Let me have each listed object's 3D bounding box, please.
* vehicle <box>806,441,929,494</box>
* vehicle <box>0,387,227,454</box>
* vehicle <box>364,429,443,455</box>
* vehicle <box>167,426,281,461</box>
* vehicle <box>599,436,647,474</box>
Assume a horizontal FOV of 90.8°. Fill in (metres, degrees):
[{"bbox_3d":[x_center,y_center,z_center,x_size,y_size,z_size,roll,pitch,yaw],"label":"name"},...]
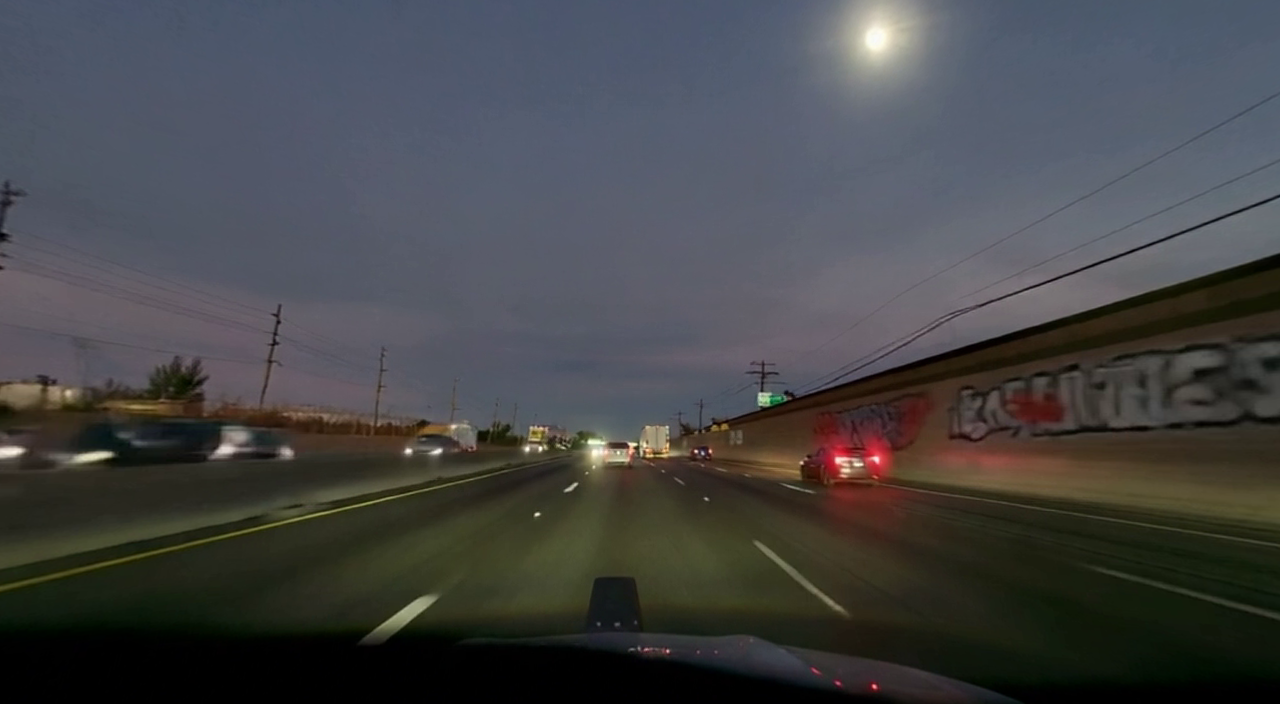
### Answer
[{"bbox_3d":[7.043,3.612,20.206,2.018,1.451,4.762,0,-9,-2],"label":"vehicle"},{"bbox_3d":[-10.752,1.457,12.647,2.021,1.111,4.395,0,-9,0],"label":"vehicle"},{"bbox_3d":[-9.996,3.863,27.001,1.884,0.990,3.895,0,-9,0],"label":"vehicle"},{"bbox_3d":[-17.584,3.939,26.996,1.851,1.358,4.433,0,-9,0],"label":"vehicle"},{"bbox_3d":[-0.793,4.934,30.287,2.191,1.685,3.353,0,-9,-1],"label":"vehicle"}]
